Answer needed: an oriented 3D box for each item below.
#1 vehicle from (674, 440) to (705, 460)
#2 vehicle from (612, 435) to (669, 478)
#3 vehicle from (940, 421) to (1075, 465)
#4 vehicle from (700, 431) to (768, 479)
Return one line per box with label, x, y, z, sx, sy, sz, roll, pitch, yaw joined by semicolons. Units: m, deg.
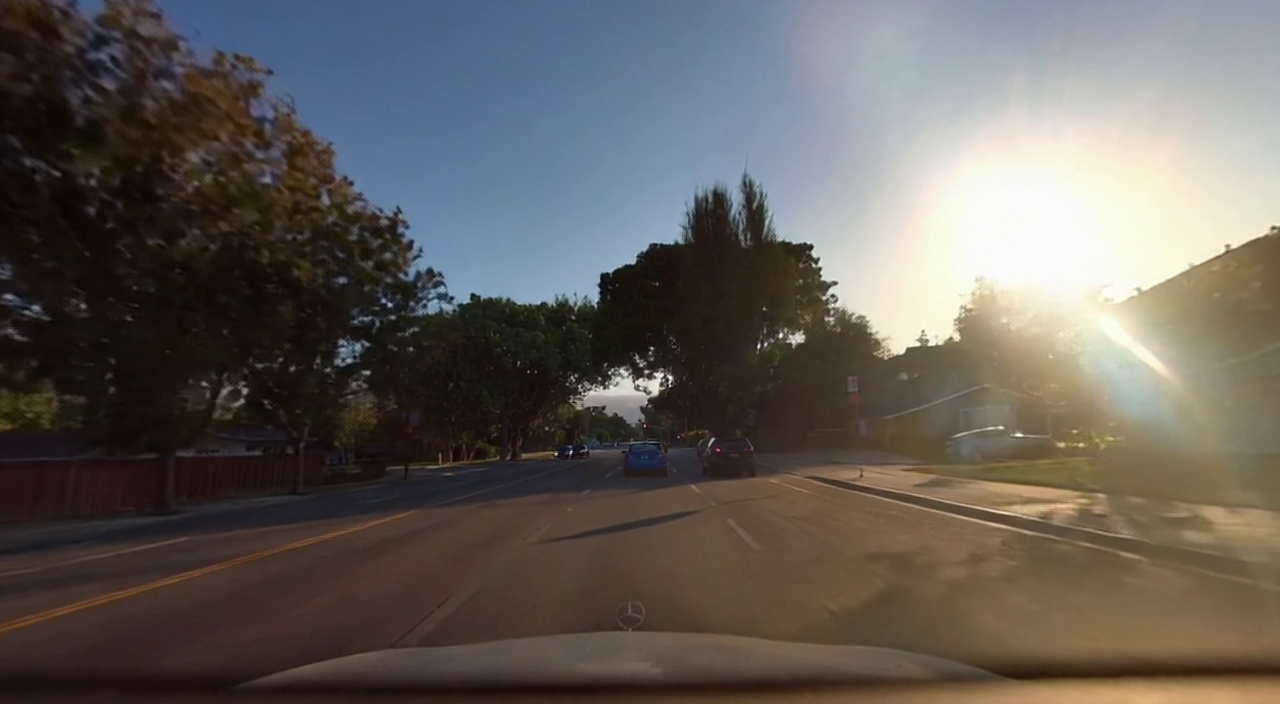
vehicle;3.822;7.727;49.654;2.099;1.463;4.130;0;-8;0
vehicle;0.033;4.375;26.674;2.200;1.653;4.127;0;-8;0
vehicle;15.404;3.845;26.615;4.378;1.754;2.007;0;-9;0
vehicle;3.644;4.116;25.362;2.024;1.711;4.512;0;-8;0
